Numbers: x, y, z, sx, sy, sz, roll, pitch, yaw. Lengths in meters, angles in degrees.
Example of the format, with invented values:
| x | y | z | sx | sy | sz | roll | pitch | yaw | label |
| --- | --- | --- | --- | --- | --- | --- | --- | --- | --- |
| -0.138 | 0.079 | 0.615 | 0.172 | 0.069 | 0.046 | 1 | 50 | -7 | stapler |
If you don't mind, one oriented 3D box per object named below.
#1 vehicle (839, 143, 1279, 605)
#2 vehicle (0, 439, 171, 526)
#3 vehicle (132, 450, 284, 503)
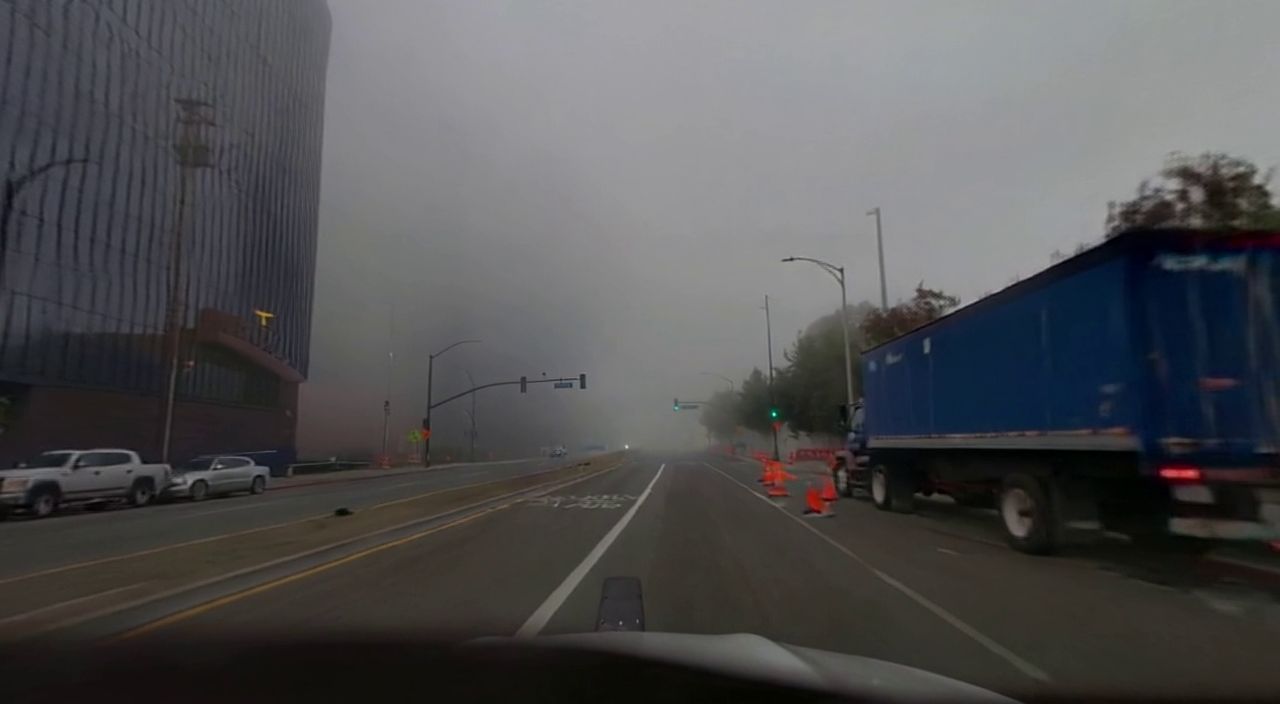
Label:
| x | y | z | sx | sy | sz | roll | pitch | yaw | label |
| --- | --- | --- | --- | --- | --- | --- | --- | --- | --- |
| 6.247 | 0.800 | 10.136 | 3.176 | 3.913 | 9.805 | 0 | -8 | 2 | vehicle |
| -15.652 | 3.387 | 17.119 | 1.937 | 1.984 | 4.928 | 0 | -8 | 2 | vehicle |
| -15.431 | 4.432 | 22.973 | 1.925 | 1.665 | 4.893 | 0 | -8 | 2 | vehicle |
